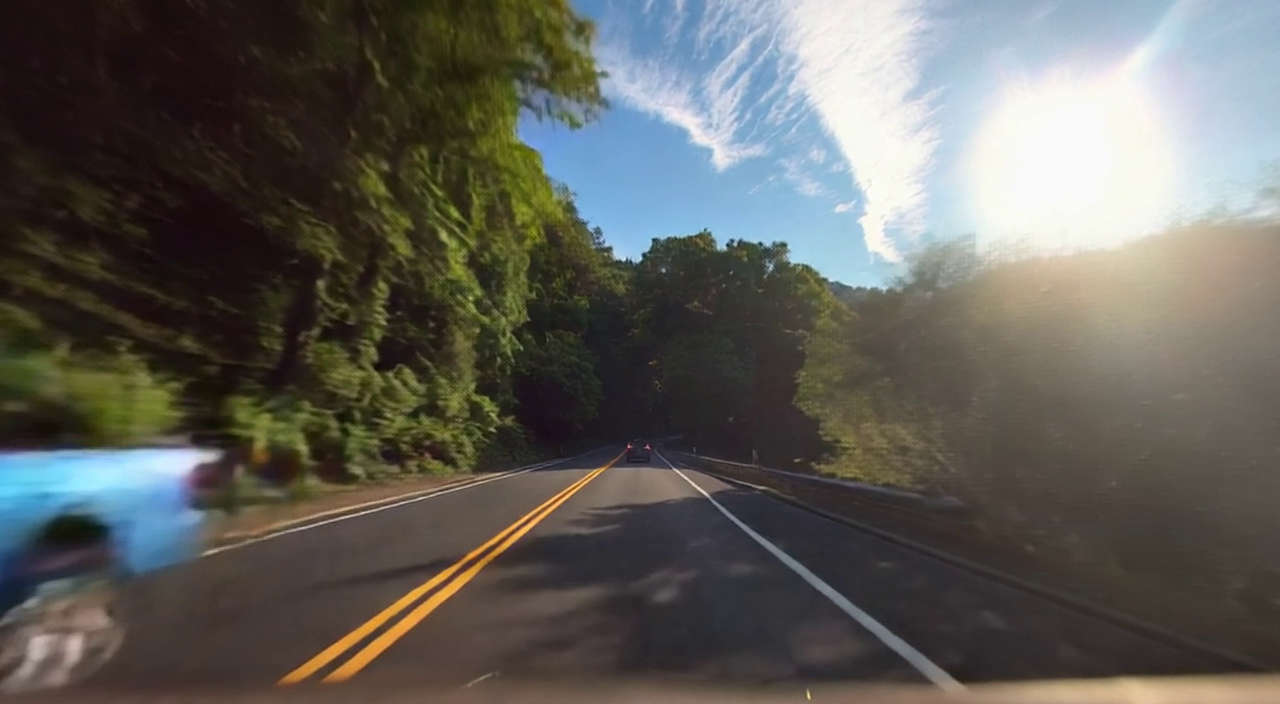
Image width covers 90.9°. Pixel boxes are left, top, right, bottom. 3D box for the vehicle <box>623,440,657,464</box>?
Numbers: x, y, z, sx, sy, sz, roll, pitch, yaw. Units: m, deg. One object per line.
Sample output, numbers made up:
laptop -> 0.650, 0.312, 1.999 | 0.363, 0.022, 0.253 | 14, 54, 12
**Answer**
vehicle -> -0.007, 6.513, 41.348 | 2.120, 1.491, 4.349 | 0, -8, 0
